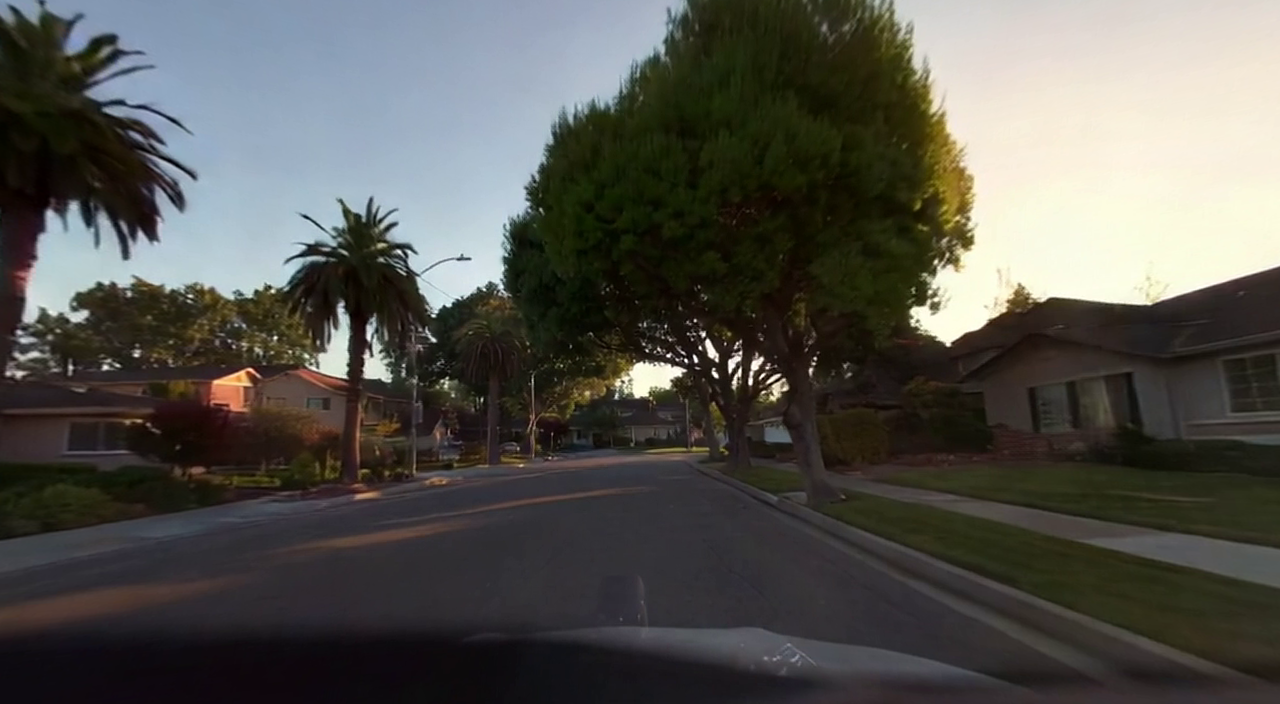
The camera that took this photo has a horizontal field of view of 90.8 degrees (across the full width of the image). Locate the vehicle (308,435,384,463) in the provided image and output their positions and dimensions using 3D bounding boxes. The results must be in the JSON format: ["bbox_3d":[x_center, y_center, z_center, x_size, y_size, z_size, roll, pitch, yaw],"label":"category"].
[{"bbox_3d":[-22.838,7.563,49.205,4.745,2.151,2.232,0,-9,0],"label":"vehicle"}]
